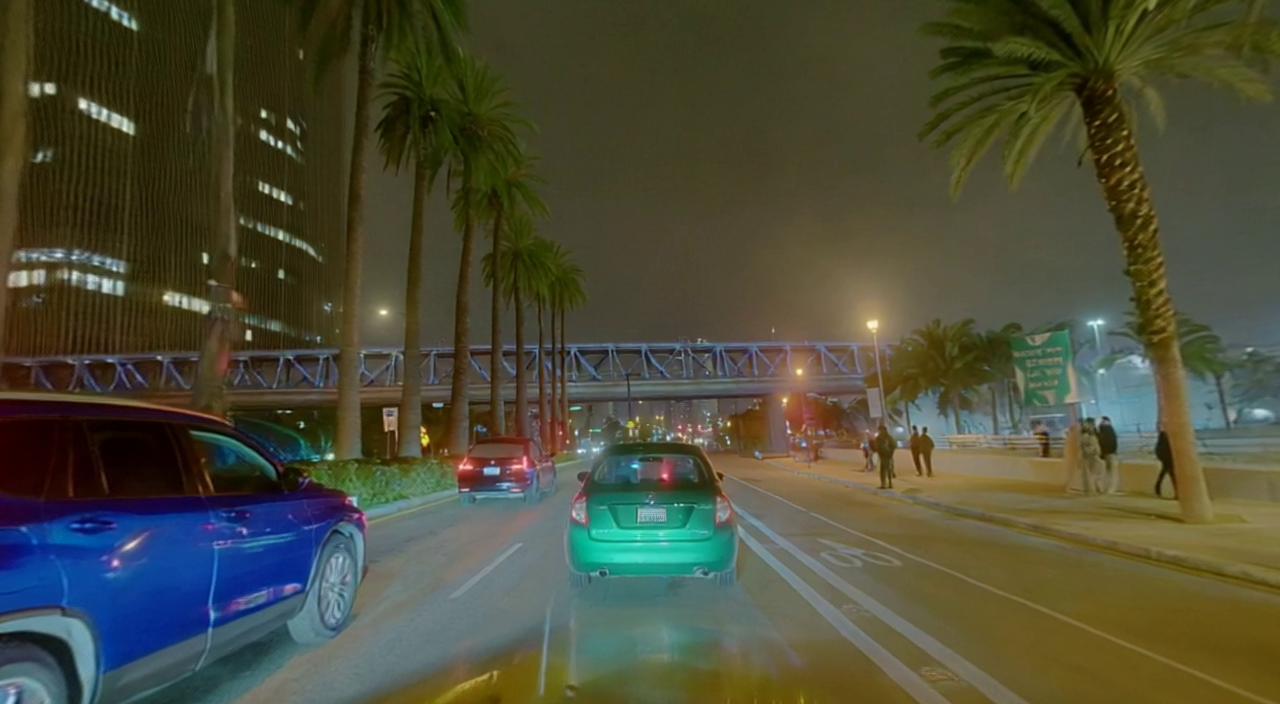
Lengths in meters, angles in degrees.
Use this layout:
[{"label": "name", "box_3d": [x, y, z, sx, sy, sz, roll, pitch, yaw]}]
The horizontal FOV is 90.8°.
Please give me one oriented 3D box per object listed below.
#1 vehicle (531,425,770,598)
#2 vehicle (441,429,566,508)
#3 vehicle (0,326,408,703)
[{"label": "vehicle", "box_3d": [0.052, 1.672, 7.533, 2.036, 1.461, 4.129, 0, -8, -1]}, {"label": "vehicle", "box_3d": [-3.100, 2.745, 15.297, 1.955, 1.637, 4.032, 0, -8, 3]}, {"label": "vehicle", "box_3d": [-3.260, 1.009, 3.740, 2.014, 1.740, 4.359, 0, -8, 1]}]
